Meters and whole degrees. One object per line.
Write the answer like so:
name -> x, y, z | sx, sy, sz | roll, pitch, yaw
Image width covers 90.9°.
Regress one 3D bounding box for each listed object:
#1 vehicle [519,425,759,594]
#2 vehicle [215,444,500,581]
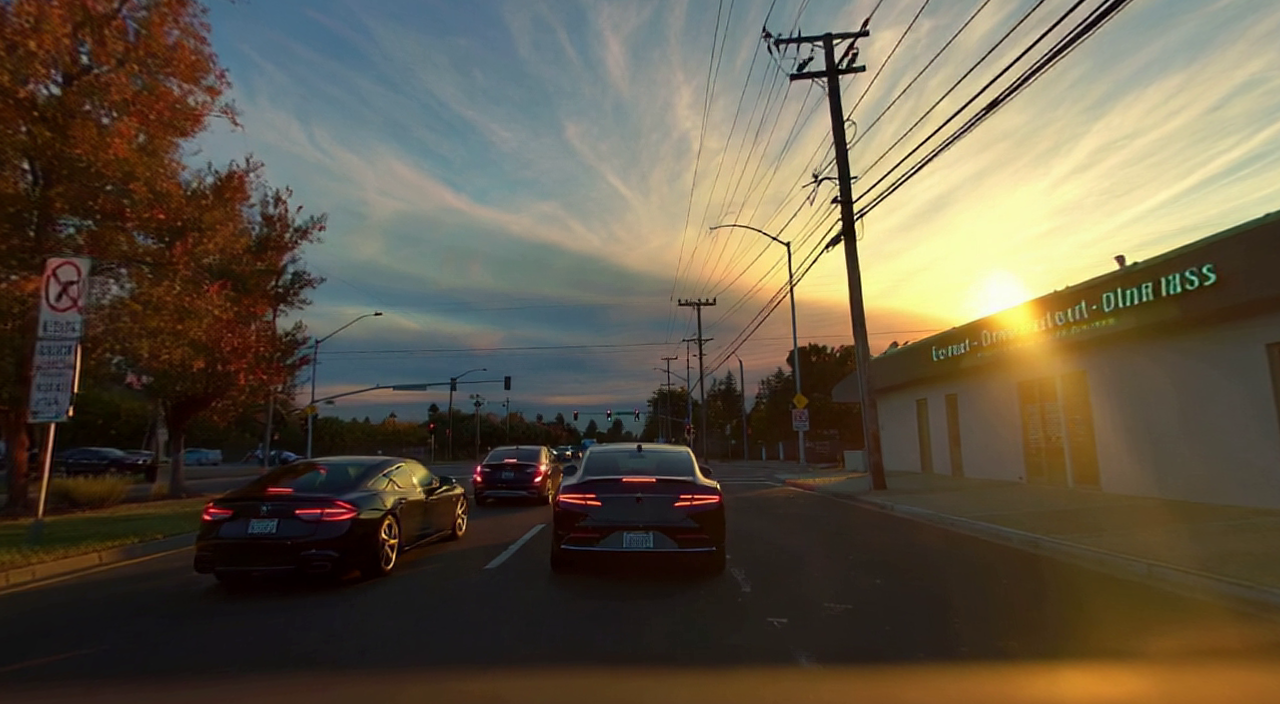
vehicle -> -0.016, 1.683, 7.577 | 2.101, 1.469, 3.955 | 0, -9, 0
vehicle -> -3.212, 1.871, 8.206 | 1.765, 1.319, 4.013 | 0, -9, 2
